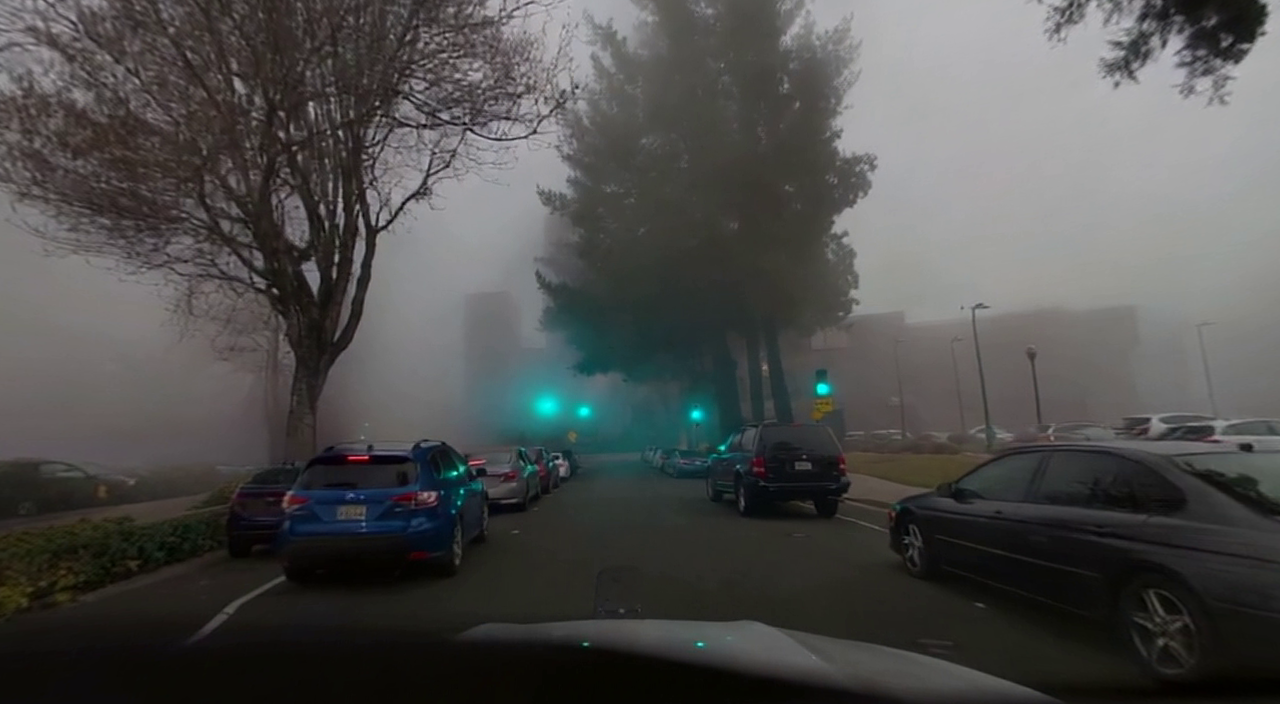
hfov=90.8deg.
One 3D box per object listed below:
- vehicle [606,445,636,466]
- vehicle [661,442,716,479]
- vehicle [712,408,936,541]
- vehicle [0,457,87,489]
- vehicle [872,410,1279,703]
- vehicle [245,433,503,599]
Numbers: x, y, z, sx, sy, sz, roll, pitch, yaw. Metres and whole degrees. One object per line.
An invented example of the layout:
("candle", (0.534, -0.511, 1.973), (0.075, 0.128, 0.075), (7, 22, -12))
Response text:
("vehicle", (-1.428, 7.558, 46.234), (2.095, 1.473, 4.301), (0, -8, -2))
("vehicle", (2.112, 4.852, 28.580), (1.910, 1.493, 4.490), (0, -8, -3))
("vehicle", (3.016, 2.198, 12.091), (2.324, 1.907, 5.634), (0, -8, -3))
("vehicle", (-32.305, 6.479, 34.095), (4.127, 1.583, 1.978), (-4, -9, 24))
("vehicle", (3.704, 1.315, 4.847), (1.904, 1.494, 4.864), (0, -8, -1))
("vehicle", (-2.928, 1.833, 8.092), (1.968, 1.497, 4.286), (1, -8, -8))
